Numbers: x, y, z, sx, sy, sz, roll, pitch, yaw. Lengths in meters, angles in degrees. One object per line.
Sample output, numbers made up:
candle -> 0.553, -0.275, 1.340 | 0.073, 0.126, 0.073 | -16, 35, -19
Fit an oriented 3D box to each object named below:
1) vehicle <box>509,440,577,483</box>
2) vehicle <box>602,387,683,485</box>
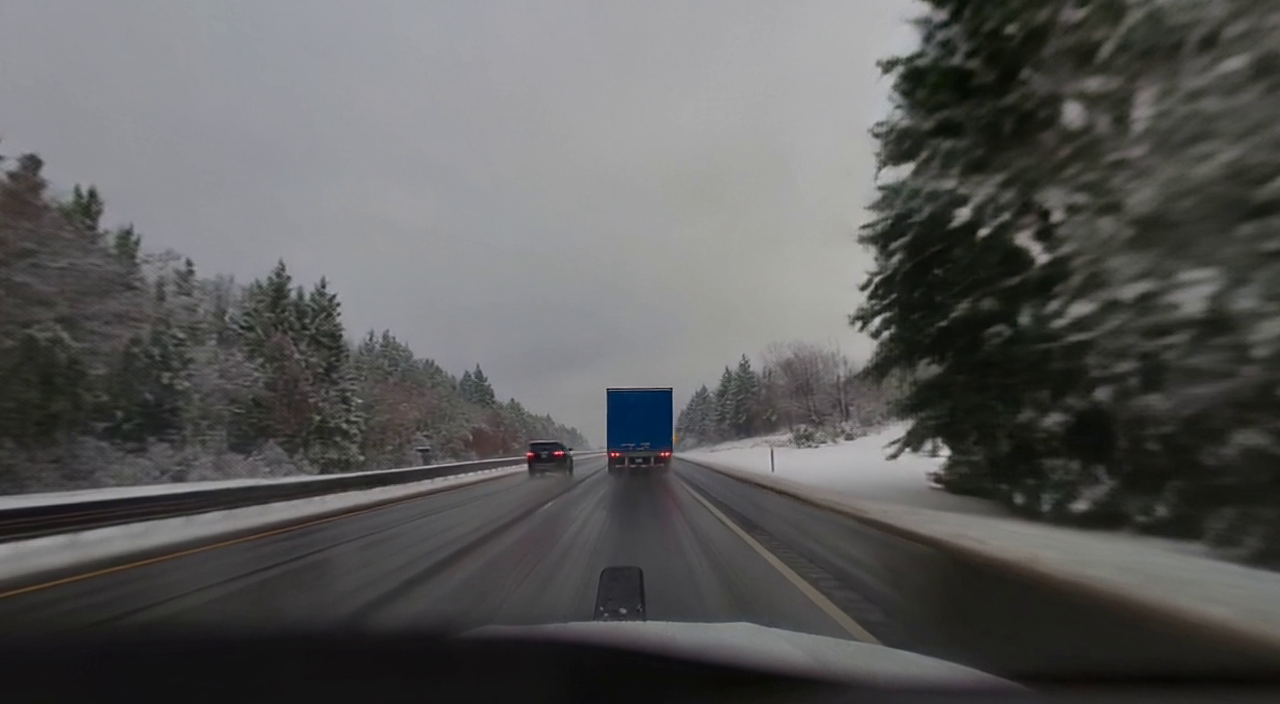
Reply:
vehicle -> -3.965, 4.571, 26.562 | 2.160, 1.661, 4.388 | 0, -9, 0
vehicle -> -0.010, 3.696, 27.183 | 2.913, 3.530, 8.648 | 0, -9, -1
